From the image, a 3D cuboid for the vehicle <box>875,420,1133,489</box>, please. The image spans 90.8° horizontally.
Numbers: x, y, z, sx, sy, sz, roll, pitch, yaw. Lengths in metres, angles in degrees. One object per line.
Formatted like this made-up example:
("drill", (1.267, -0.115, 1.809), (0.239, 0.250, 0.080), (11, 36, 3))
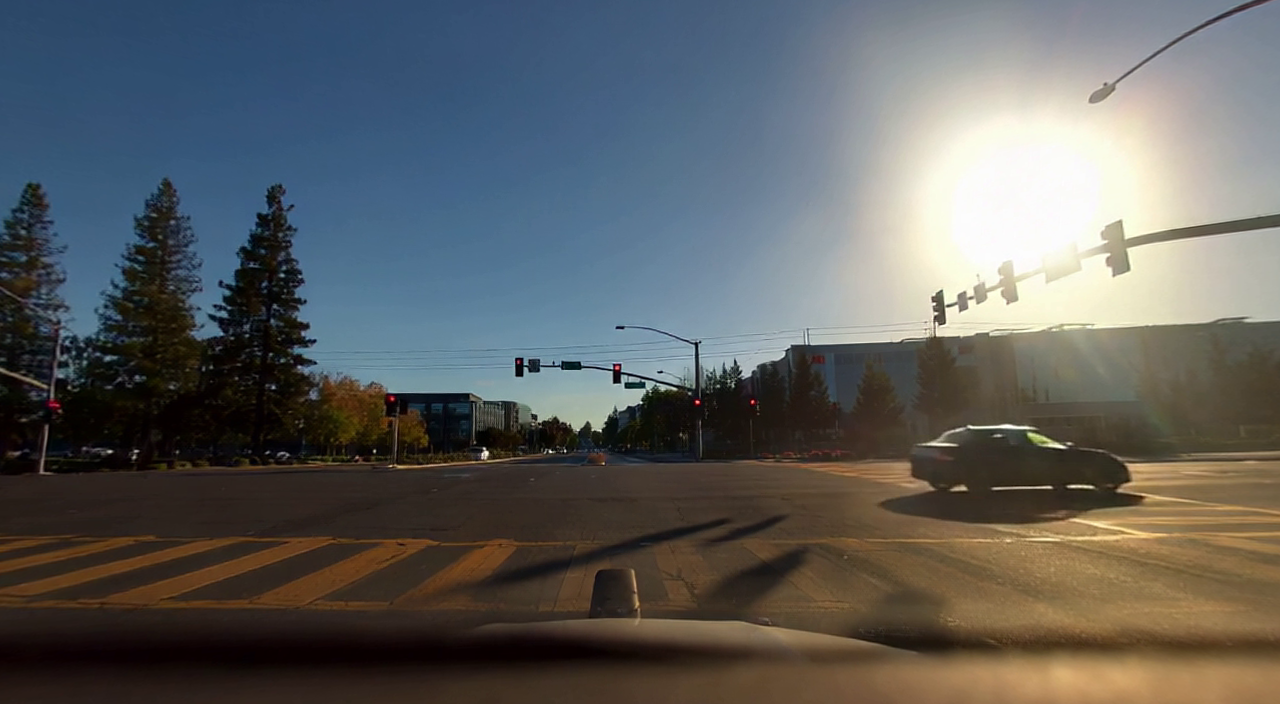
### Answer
("vehicle", (8.142, 2.326, 14.449), (4.736, 1.445, 1.933), (0, -8, -3))
